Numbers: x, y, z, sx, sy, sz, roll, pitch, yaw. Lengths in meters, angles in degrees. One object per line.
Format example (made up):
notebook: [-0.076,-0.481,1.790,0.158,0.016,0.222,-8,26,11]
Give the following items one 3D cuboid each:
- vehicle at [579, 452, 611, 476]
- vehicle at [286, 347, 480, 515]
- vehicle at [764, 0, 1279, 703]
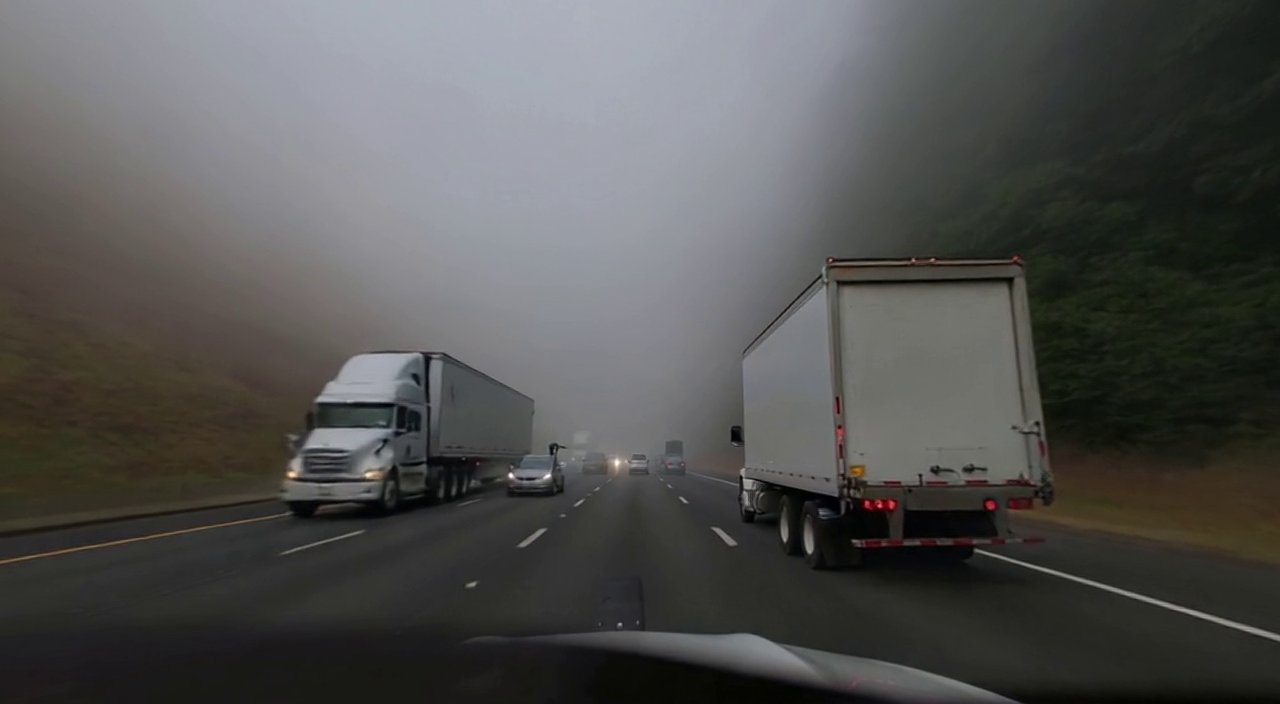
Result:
vehicle: [-3.353,8.400,47.388,2.008,1.671,4.126,0,-9,1]
vehicle: [-6.815,2.301,17.953,2.910,3.989,5.837,0,-9,0]
vehicle: [3.248,-0.238,2.311,2.845,4.071,14.008,0,-9,0]
